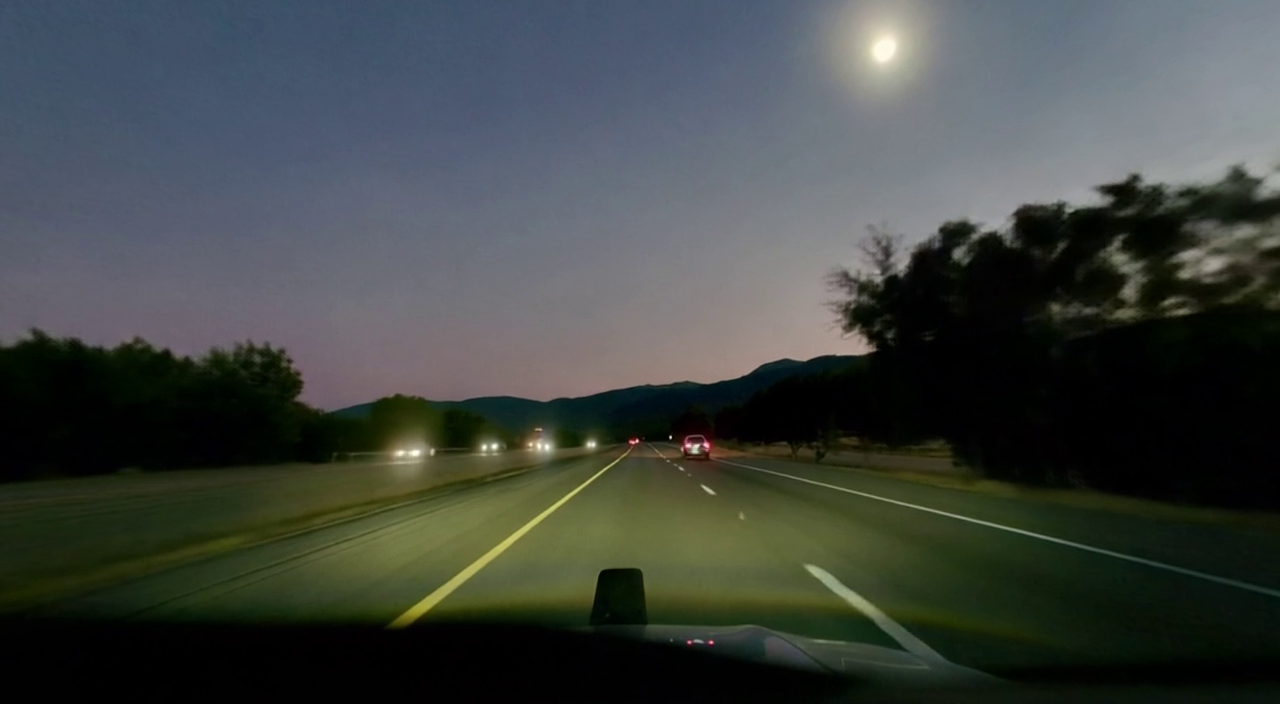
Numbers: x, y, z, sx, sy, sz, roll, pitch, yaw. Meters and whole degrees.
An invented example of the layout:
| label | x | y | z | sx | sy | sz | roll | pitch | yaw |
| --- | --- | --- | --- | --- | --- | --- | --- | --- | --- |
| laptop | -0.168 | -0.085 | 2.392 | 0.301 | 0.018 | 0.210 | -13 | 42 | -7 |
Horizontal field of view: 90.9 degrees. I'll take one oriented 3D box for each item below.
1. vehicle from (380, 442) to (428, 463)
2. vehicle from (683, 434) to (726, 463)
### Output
| label | x | y | z | sx | sy | sz | roll | pitch | yaw |
| --- | --- | --- | --- | --- | --- | --- | --- | --- | --- |
| vehicle | -17.716 | 7.512 | 47.509 | 1.843 | 1.481 | 4.410 | 0 | -8 | 1 |
| vehicle | 3.828 | 5.830 | 38.036 | 2.157 | 1.640 | 4.056 | 0 | -8 | 0 |
